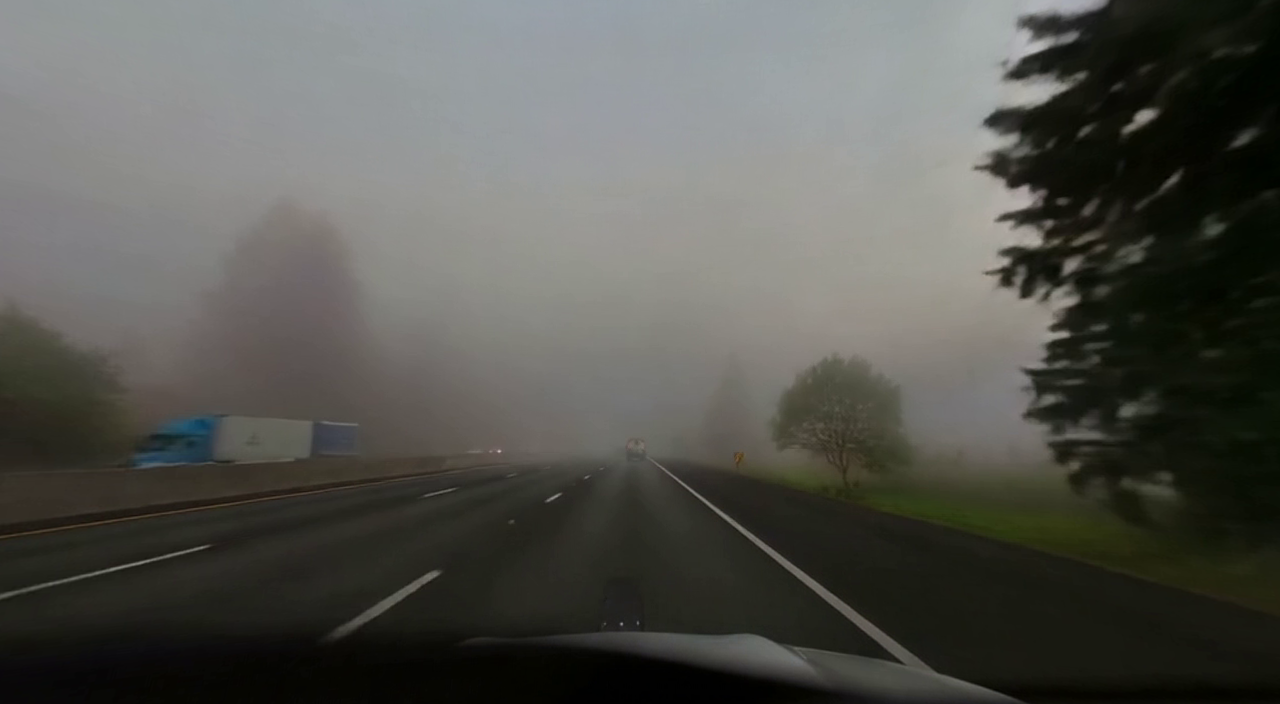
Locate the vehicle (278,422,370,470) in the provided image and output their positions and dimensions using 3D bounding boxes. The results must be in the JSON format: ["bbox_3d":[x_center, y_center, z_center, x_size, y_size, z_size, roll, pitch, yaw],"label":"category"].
[{"bbox_3d":[-21.115,6.368,42.694,2.712,2.915,6.667,0,-9,0],"label":"vehicle"}]

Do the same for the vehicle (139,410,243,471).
[{"bbox_3d":[-25.185,5.013,35.625,3.271,3.288,3.296,0,-9,-3],"label":"vehicle"}]
